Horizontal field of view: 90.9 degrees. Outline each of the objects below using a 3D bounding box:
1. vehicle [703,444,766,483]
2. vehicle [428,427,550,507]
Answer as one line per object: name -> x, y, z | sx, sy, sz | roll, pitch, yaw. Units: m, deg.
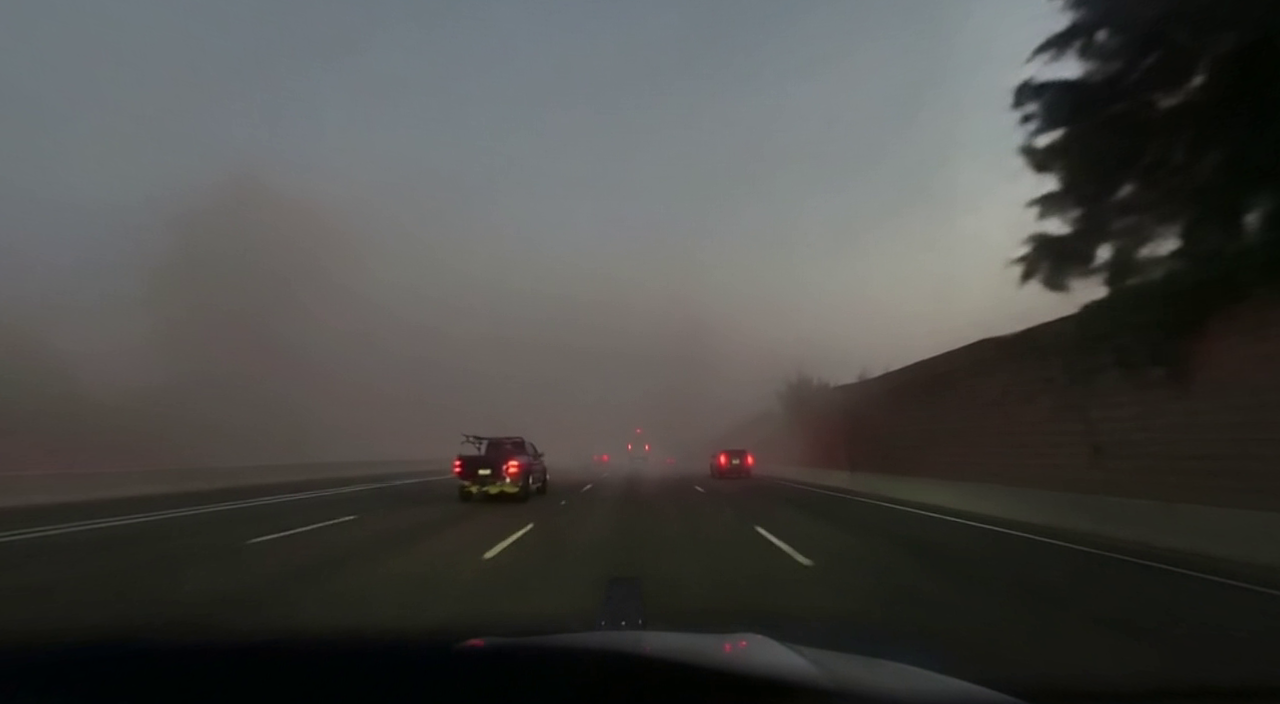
vehicle -> 3.993, 4.800, 27.353 | 1.973, 1.536, 4.337 | 0, -9, -1
vehicle -> -3.776, 2.972, 16.652 | 2.014, 1.811, 4.369 | 0, -9, 2
